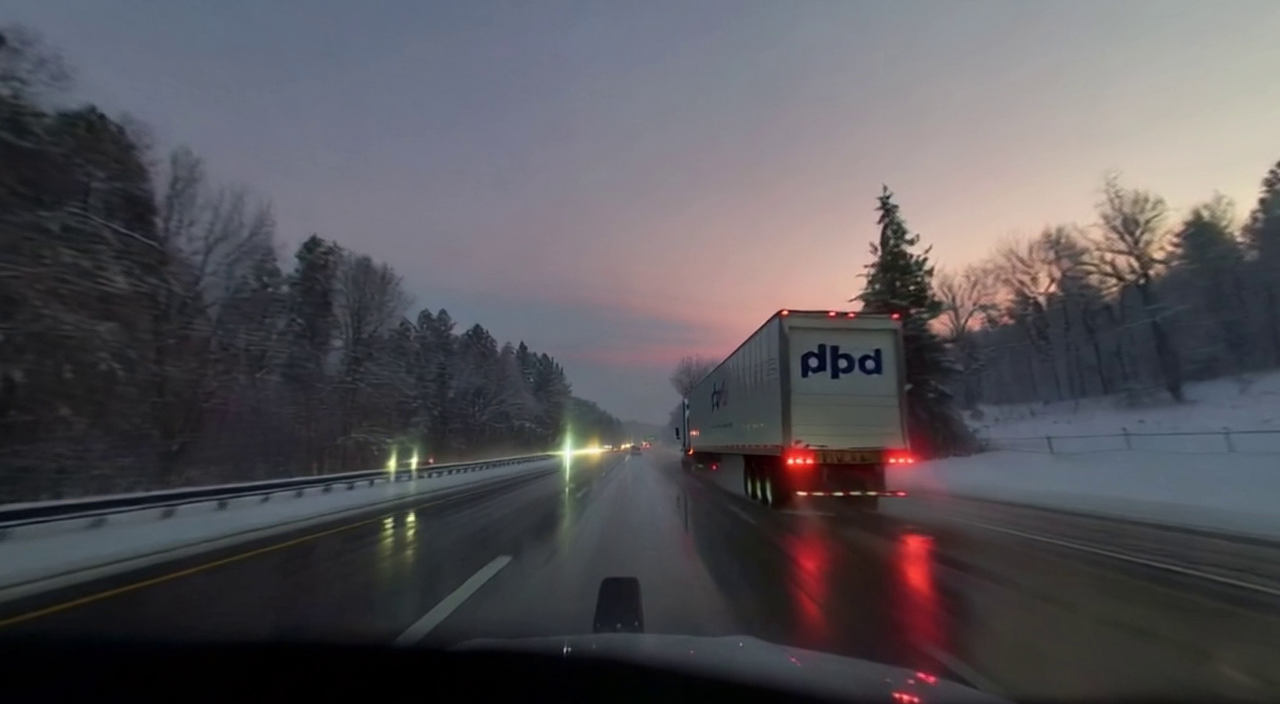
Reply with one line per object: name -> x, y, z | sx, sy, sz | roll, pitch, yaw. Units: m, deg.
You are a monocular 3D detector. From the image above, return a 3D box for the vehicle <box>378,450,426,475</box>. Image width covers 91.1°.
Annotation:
vehicle -> -17.856, 8.293, 47.308 | 1.943, 1.722, 4.473 | 0, -9, -1

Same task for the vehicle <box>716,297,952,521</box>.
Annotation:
vehicle -> 3.869, 1.586, 15.190 | 2.856, 3.933, 8.334 | 0, -9, -1
